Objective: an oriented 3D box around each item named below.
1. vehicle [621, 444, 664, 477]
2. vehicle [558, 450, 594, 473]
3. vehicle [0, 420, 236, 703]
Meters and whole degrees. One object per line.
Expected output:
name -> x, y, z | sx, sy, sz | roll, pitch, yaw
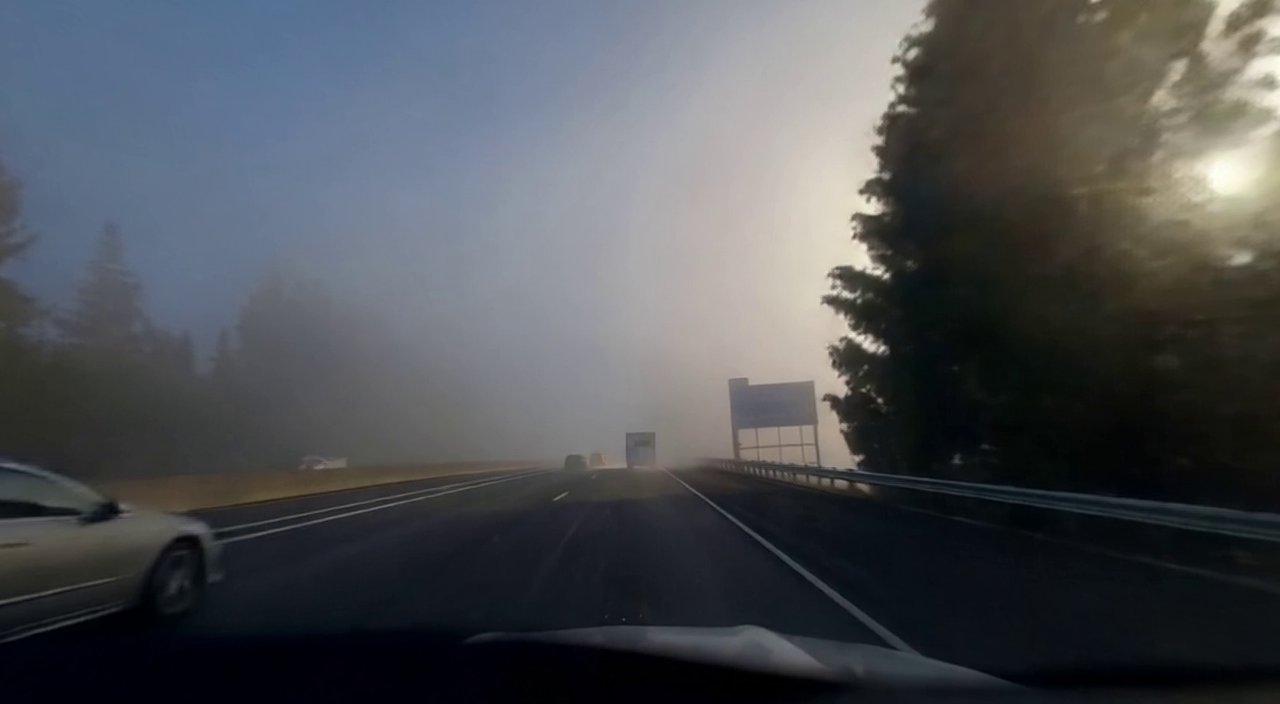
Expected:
vehicle -> 0.123, 5.930, 34.532 | 2.172, 1.687, 3.929 | 0, -9, 0
vehicle -> -4.307, 7.415, 42.876 | 2.031, 1.482, 4.248 | 0, -9, -1
vehicle -> -4.165, 1.000, 2.629 | 1.998, 1.460, 4.422 | 0, -9, 0
